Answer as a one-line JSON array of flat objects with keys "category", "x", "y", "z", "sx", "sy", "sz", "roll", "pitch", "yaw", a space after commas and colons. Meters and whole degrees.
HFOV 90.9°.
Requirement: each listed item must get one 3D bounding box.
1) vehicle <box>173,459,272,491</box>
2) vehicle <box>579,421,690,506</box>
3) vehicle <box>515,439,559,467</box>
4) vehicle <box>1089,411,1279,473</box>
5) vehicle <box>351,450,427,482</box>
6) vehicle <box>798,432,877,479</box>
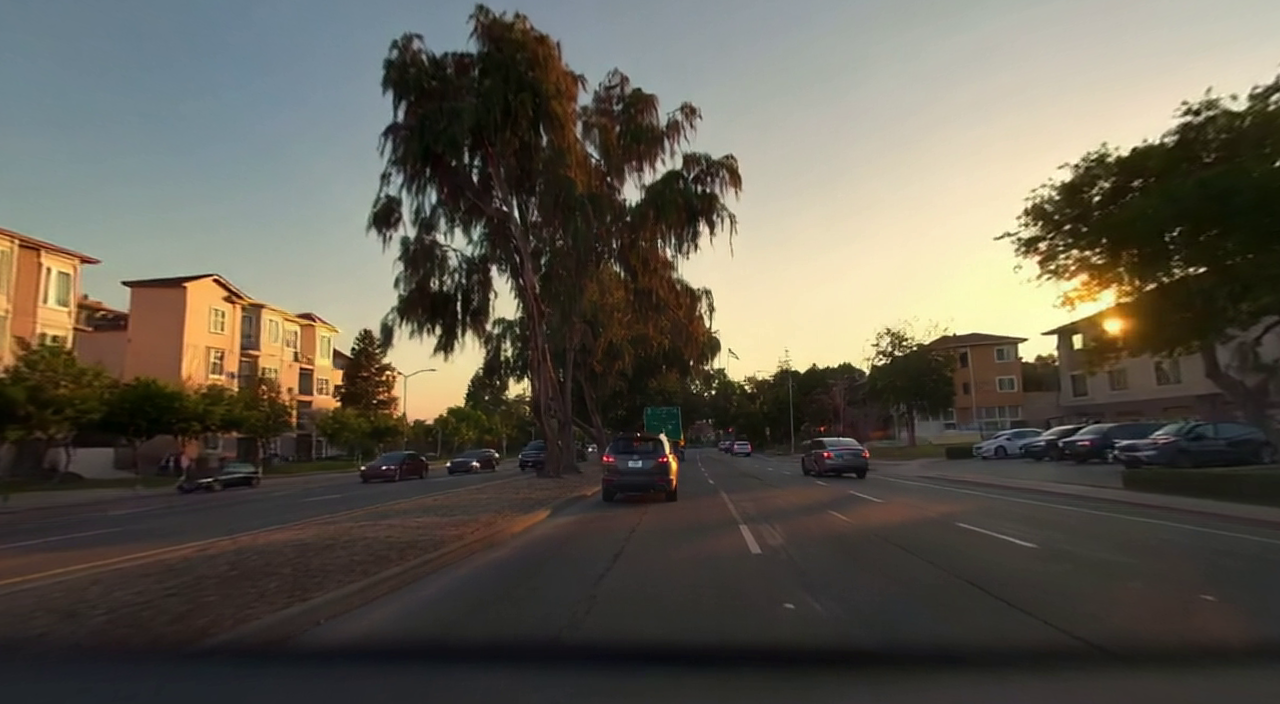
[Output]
[{"category": "vehicle", "x": -22.129, "y": 6.501, "z": 33.640, "sx": 1.824, "sy": 1.476, "sz": 4.499, "roll": -1, "pitch": -8, "yaw": 7}, {"category": "vehicle", "x": 0.046, "y": 2.737, "z": 15.937, "sx": 2.332, "sy": 1.798, "sz": 4.546, "roll": -1, "pitch": -8, "yaw": 5}, {"category": "vehicle", "x": -6.880, "y": 6.774, "z": 42.531, "sx": 2.119, "sy": 1.778, "sz": 4.760, "roll": 0, "pitch": -8, "yaw": 1}, {"category": "vehicle", "x": 18.725, "y": 3.089, "z": 21.579, "sx": 4.783, "sy": 1.724, "sz": 2.297, "roll": -4, "pitch": -8, "yaw": 1}, {"category": "vehicle", "x": -12.552, "y": 5.701, "z": 31.830, "sx": 1.806, "sy": 1.417, "sz": 4.405, "roll": -2, "pitch": -8, "yaw": 4}, {"category": "vehicle", "x": 7.931, "y": 4.180, "z": 25.744, "sx": 1.971, "sy": 1.722, "sz": 4.341, "roll": 0, "pitch": -8, "yaw": 3}]
